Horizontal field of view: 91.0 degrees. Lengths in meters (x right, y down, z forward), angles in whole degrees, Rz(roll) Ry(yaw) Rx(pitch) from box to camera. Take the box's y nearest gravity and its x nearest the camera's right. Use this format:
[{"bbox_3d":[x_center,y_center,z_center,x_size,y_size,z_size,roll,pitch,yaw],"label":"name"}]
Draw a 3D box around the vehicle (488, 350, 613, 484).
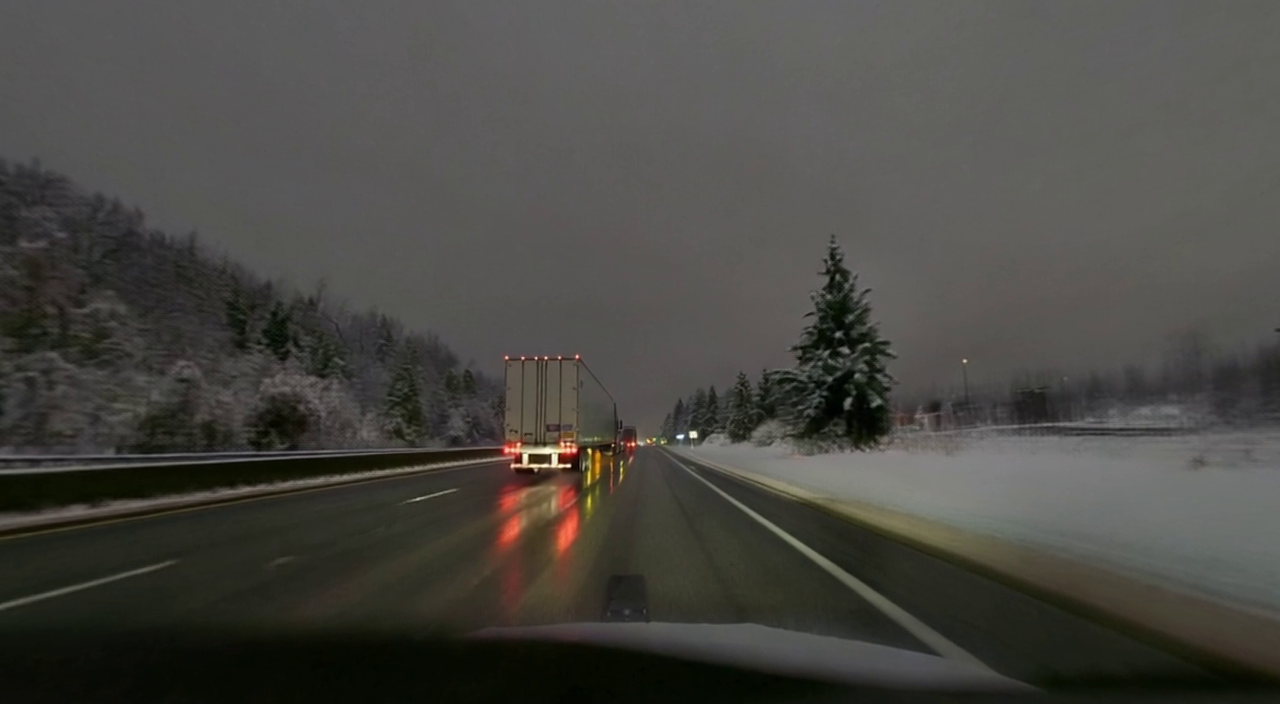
[{"bbox_3d":[-2.996,2.956,26.251,2.947,4.051,14.256,0,-8,1],"label":"vehicle"}]
